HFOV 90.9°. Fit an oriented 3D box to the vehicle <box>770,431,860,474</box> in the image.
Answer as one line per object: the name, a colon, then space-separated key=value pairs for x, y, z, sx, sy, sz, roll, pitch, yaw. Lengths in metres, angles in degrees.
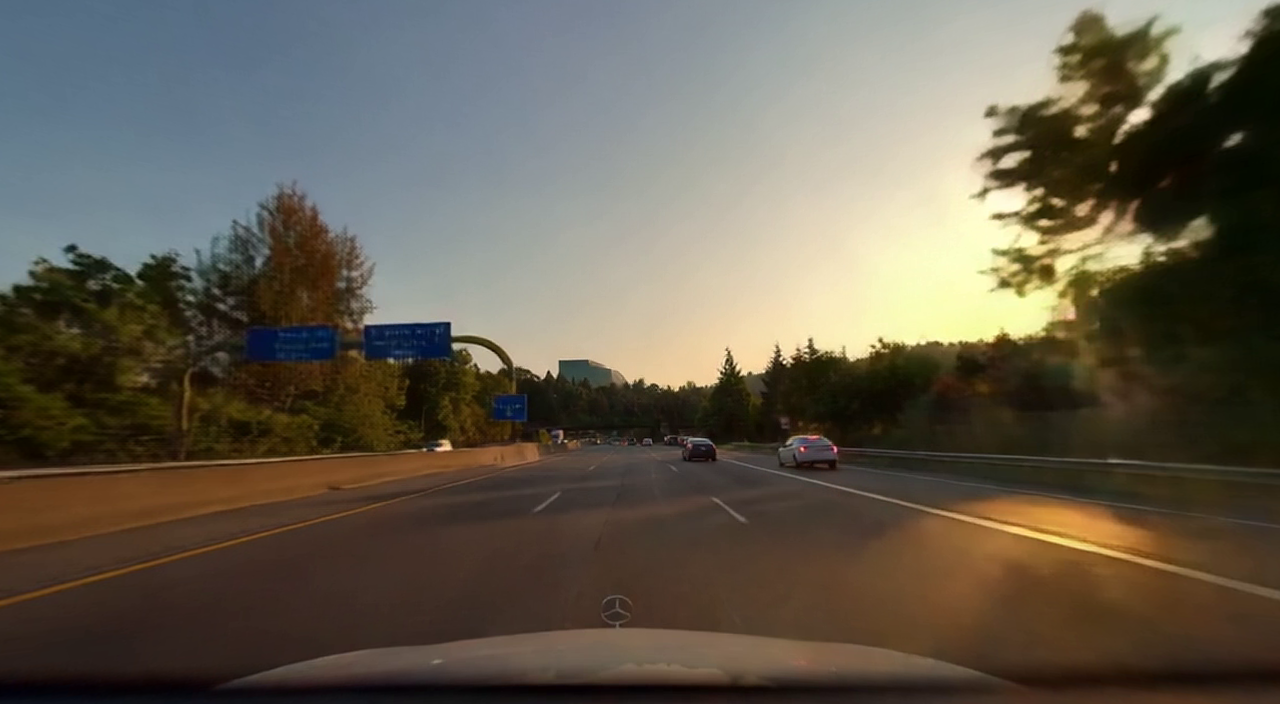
vehicle: x=6.754 y=3.923 z=24.947 sx=2.003 sy=1.522 sz=4.940 roll=0 pitch=-8 yaw=-1

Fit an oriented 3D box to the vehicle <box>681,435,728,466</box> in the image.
vehicle: x=3.179 y=4.945 z=31.843 sx=1.819 sy=1.468 sz=3.770 roll=0 pitch=-8 yaw=-2

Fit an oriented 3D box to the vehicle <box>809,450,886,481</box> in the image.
vehicle: x=6.865 y=3.760 z=21.077 sx=1.535 sy=0.862 sz=2.814 roll=0 pitch=-8 yaw=-2
